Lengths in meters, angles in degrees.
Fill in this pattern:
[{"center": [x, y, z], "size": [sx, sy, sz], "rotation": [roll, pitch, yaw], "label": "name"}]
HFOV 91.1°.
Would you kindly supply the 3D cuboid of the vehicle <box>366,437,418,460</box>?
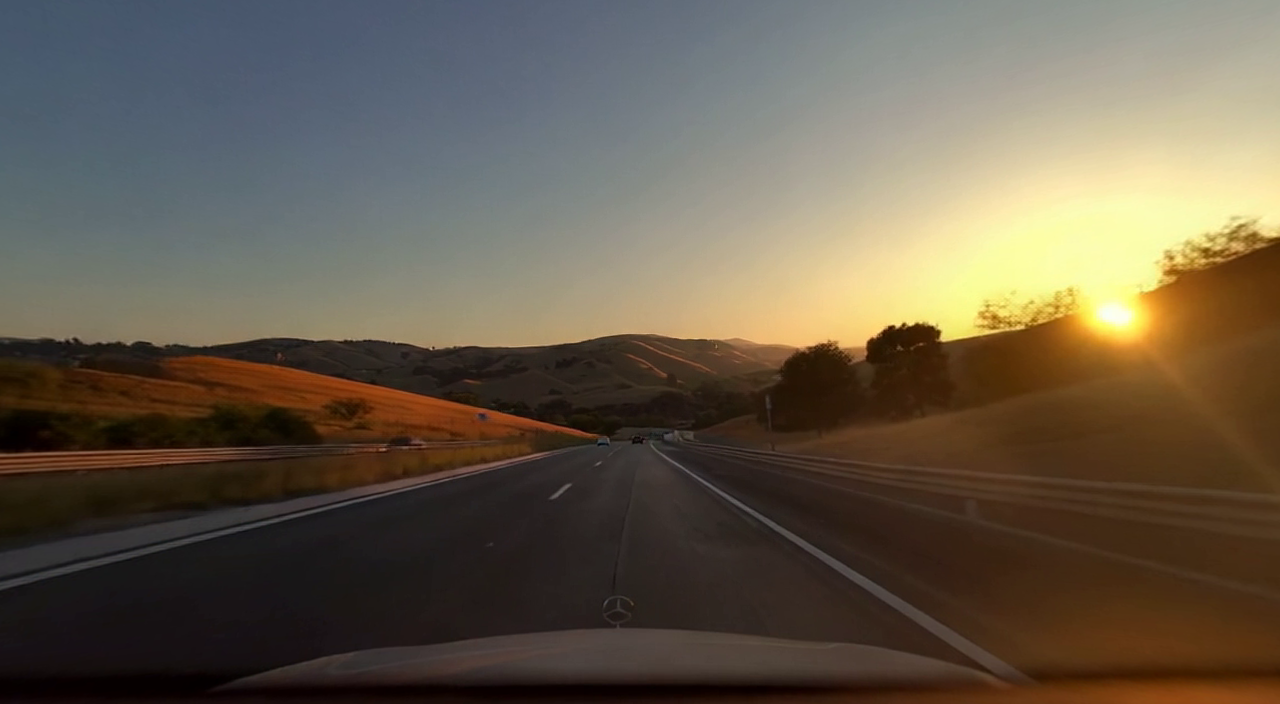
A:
[{"center": [-17.207, 6.698, 43.795], "size": [1.867, 1.511, 4.116], "rotation": [0, -8, 1], "label": "vehicle"}]
